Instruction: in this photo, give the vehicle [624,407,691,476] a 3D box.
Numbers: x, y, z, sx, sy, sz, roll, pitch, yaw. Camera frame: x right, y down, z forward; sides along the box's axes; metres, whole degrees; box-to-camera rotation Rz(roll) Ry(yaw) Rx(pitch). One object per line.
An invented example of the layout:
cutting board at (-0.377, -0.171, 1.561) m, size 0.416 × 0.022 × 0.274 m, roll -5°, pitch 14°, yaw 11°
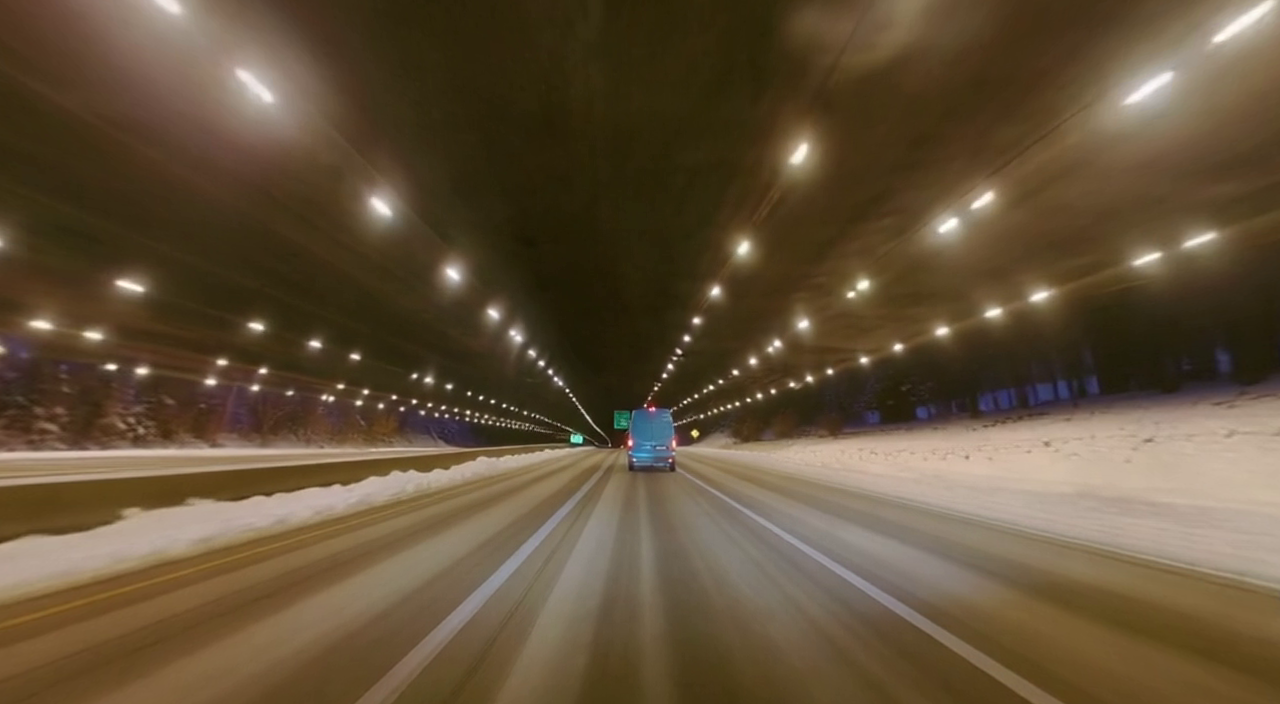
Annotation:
vehicle at (0.617, 3.623, 25.616) m, size 2.404 × 2.459 × 5.229 m, roll 0°, pitch -8°, yaw 0°
